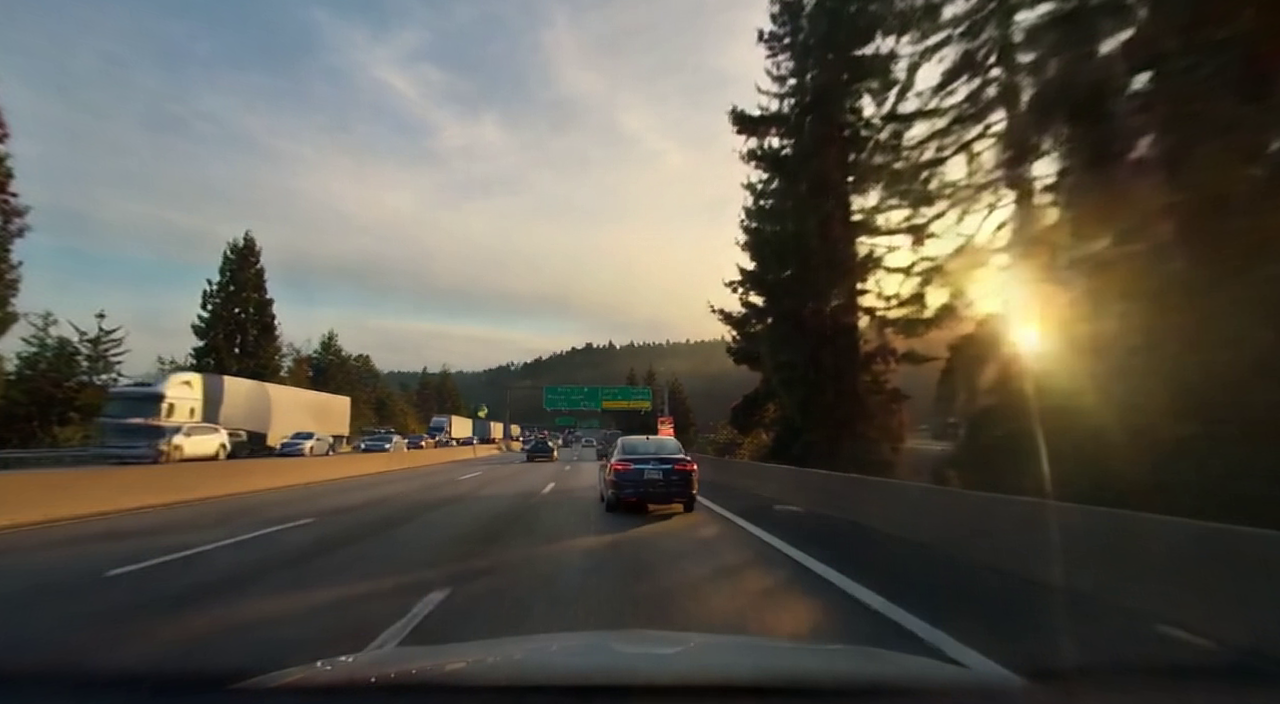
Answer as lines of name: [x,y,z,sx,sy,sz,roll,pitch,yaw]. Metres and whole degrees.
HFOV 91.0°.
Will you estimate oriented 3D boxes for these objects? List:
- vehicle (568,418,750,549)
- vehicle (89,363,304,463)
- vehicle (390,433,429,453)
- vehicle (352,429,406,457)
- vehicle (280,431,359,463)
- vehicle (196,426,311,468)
vehicle: [0.080,1.856,9.650,2.127,1.497,4.445,0,-8,-4]
vehicle: [-19.931,3.107,29.620,3.032,3.845,10.740,0,-8,-5]
vehicle: [-17.544,6.955,48.018,1.773,1.481,3.722,0,-8,-4]
vehicle: [-16.767,5.877,40.642,1.895,1.683,4.224,0,-8,-4]
vehicle: [-16.035,4.783,31.714,1.903,1.473,4.391,0,-8,-4]
vehicle: [-15.339,3.791,25.286,1.921,1.507,4.664,0,-8,-4]
